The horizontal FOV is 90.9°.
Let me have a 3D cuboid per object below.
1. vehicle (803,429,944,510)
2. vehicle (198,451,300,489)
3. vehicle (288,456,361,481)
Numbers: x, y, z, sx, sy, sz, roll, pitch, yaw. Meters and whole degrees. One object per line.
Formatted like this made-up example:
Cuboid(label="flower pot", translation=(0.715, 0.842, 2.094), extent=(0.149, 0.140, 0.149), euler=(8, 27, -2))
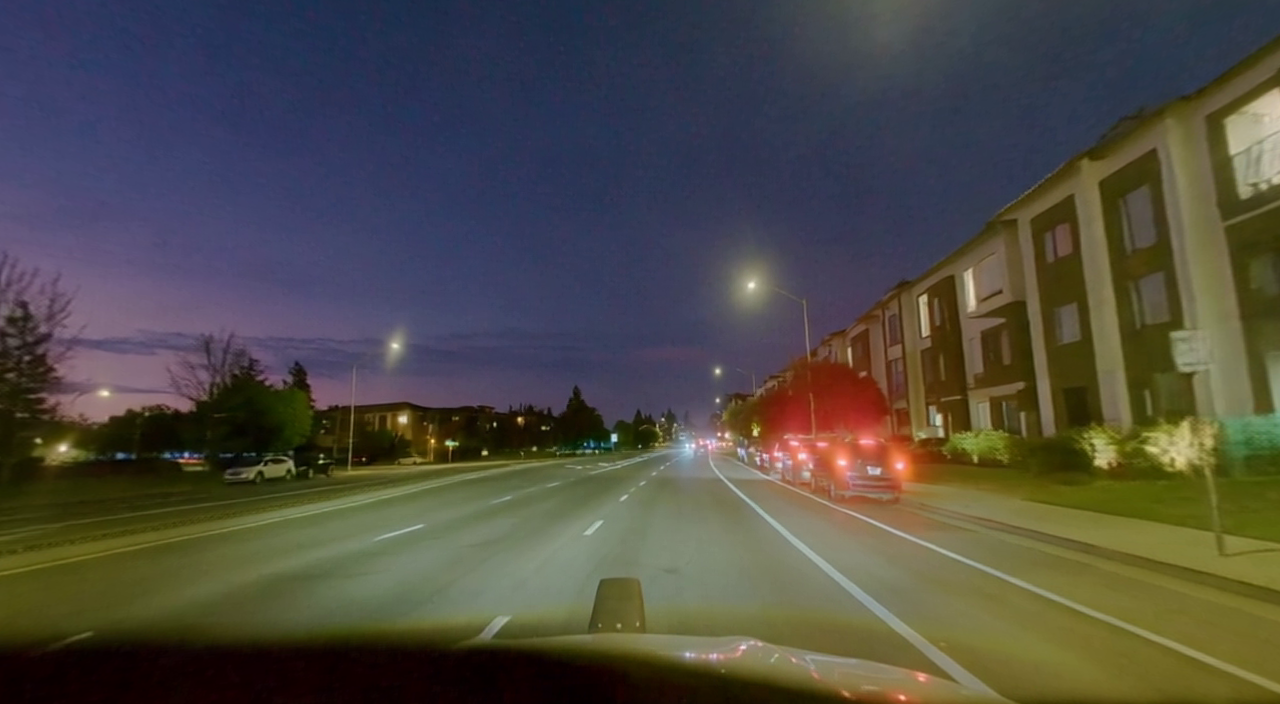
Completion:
Cuboid(label="vehicle", translation=(5.308, 2.720, 14.993), extent=(2.011, 1.649, 4.001), euler=(-1, -8, 4))
Cuboid(label="vehicle", translation=(-21.334, 6.430, 34.697), extent=(2.060, 1.814, 5.097), euler=(-1, -8, 5))
Cuboid(label="vehicle", translation=(-20.417, 7.545, 41.040), extent=(1.909, 1.451, 4.757), euler=(-1, -8, 6))
